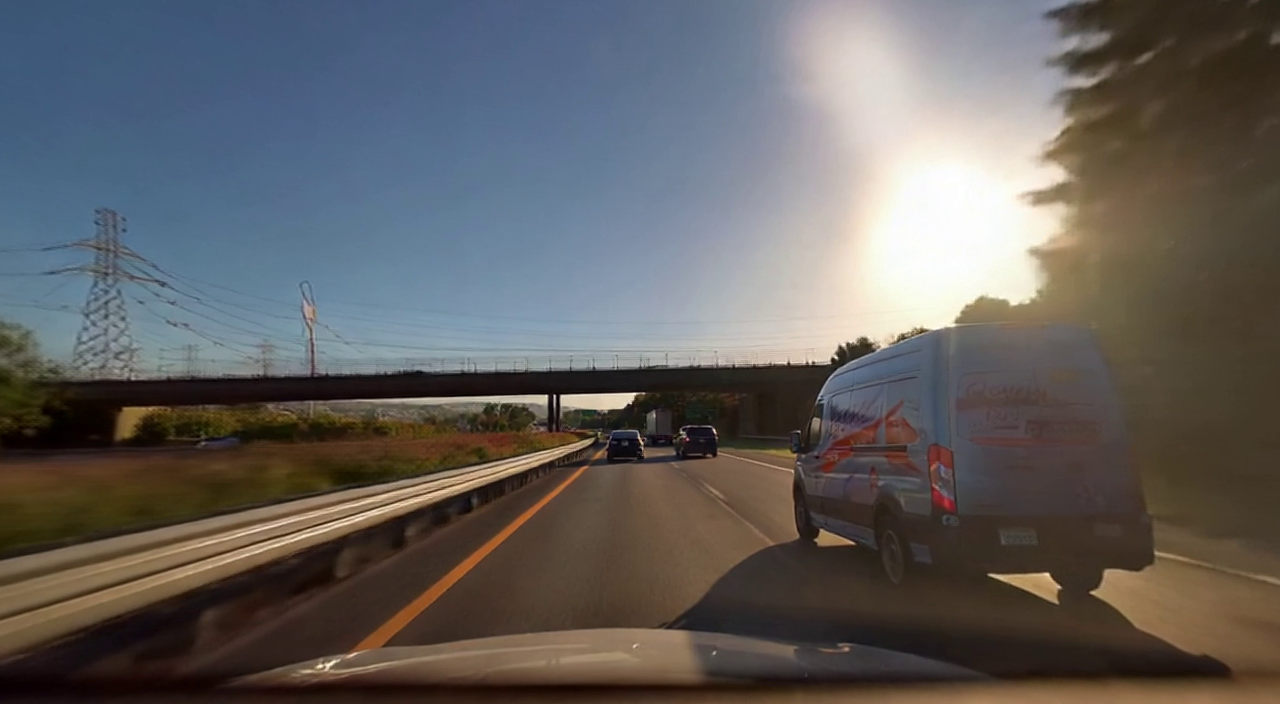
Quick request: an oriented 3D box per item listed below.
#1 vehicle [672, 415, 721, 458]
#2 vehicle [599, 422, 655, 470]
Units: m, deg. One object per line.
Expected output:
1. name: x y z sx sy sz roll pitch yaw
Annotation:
1. vehicle: 3.440 5.276 39.386 2.387 2.506 5.374 0 -8 -2
2. vehicle: -0.544 3.770 25.480 2.073 1.750 4.116 0 -8 -2
